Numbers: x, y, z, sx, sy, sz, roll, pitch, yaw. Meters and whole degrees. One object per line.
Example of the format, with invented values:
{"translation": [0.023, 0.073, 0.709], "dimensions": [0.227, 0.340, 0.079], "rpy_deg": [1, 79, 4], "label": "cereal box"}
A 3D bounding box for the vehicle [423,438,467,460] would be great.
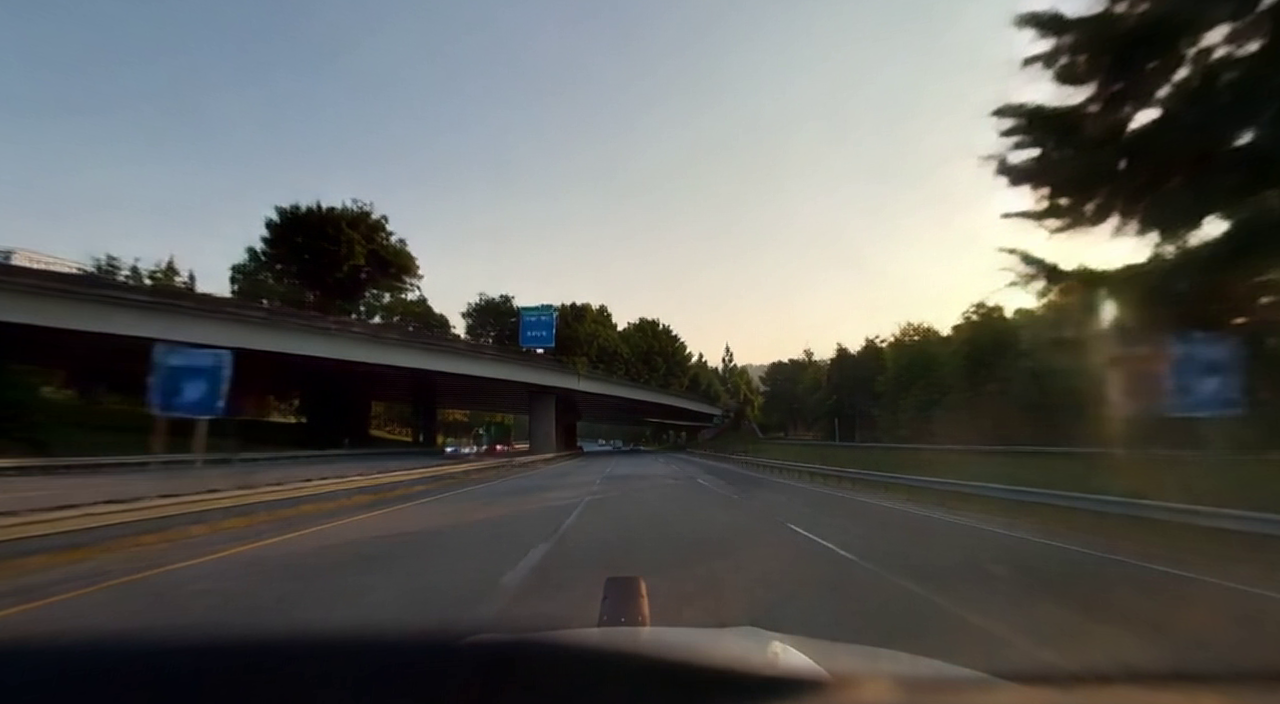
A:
{"translation": [-15.222, 7.620, 49.436], "dimensions": [2.117, 1.623, 4.690], "rpy_deg": [0, -9, -2], "label": "vehicle"}
